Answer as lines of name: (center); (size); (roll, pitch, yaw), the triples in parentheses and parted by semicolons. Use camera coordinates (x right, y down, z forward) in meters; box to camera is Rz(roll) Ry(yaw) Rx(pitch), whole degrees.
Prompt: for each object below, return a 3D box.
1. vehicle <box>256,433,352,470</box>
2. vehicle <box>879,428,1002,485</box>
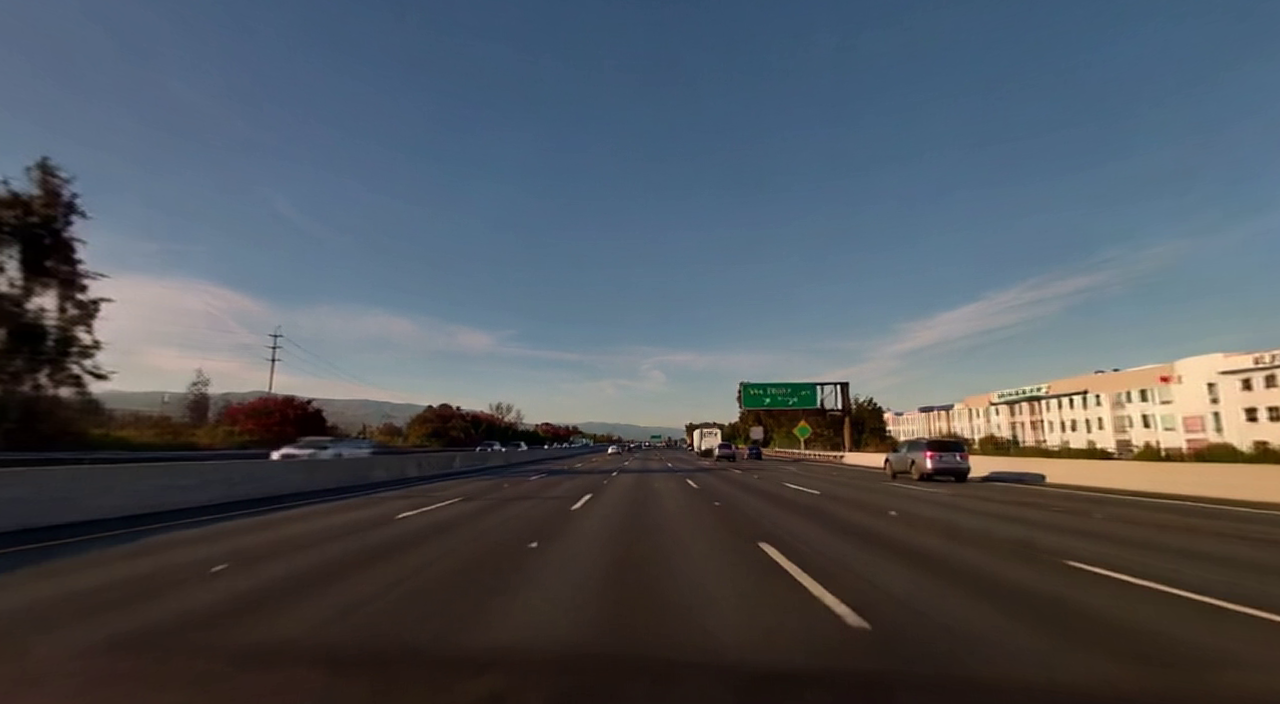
vehicle: (-15.897, 4.726, 30.192); (1.955, 1.600, 4.683); (0, -8, 1)
vehicle: (10.859, 3.809, 23.267); (2.168, 1.861, 4.678); (0, -8, 0)
